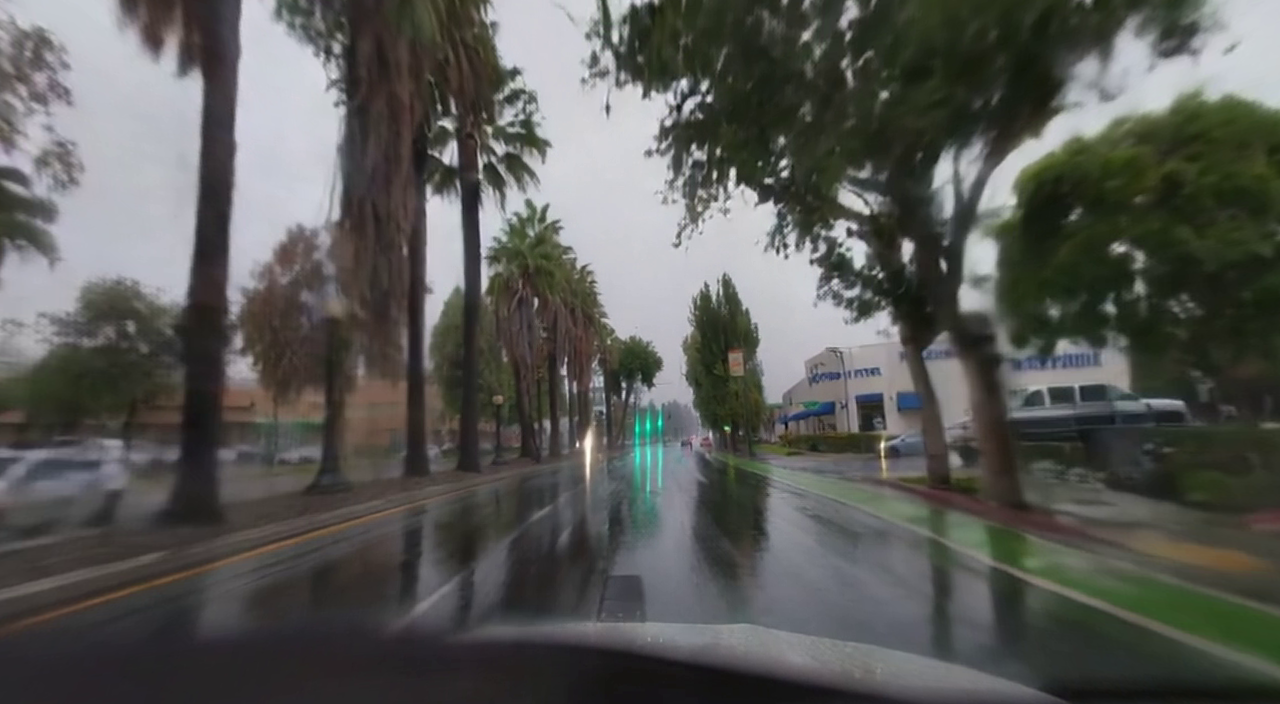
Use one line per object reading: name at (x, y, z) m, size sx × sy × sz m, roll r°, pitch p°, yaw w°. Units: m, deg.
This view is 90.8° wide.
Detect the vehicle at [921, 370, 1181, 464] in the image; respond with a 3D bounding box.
vehicle at (14.603, 2.390, 22.814) m, size 7.635 × 3.131 × 2.691 m, roll 0°, pitch -8°, yaw -6°

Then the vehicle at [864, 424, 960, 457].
vehicle at (14.720, 4.852, 34.457) m, size 4.601 × 1.696 × 1.977 m, roll -4°, pitch -9°, yaw 21°

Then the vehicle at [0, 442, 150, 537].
vehicle at (-11.108, 2.305, 10.856) m, size 1.925 × 1.492 × 4.200 m, roll 0°, pitch -8°, yaw 1°
